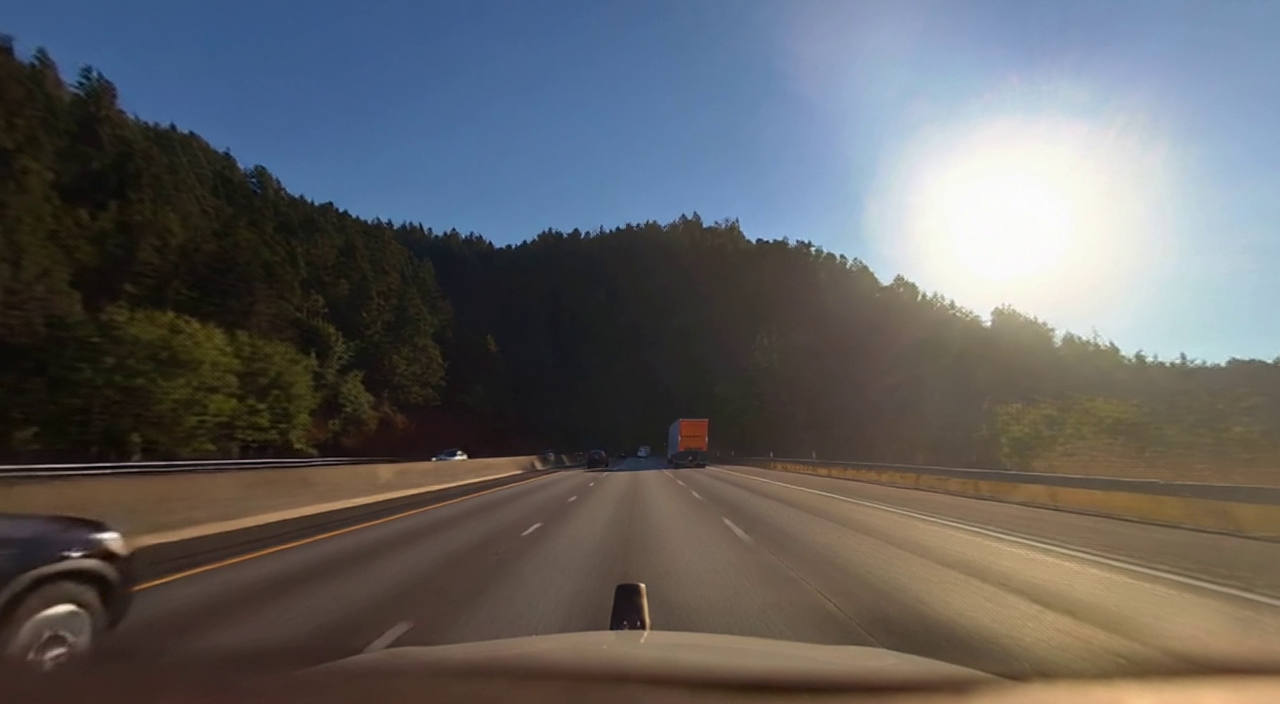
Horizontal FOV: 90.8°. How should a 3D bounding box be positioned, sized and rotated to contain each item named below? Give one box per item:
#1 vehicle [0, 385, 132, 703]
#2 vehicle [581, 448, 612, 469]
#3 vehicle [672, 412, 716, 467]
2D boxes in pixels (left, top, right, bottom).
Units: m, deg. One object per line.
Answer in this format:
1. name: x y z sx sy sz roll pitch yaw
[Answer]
1. vehicle: -3.472 0.683 0.985 1.944 1.548 4.051 0 -9 0
2. vehicle: -3.345 8.196 48.890 2.091 1.522 4.301 0 -9 0
3. vehicle: 4.111 6.891 49.415 2.904 4.001 5.861 0 -9 -1
